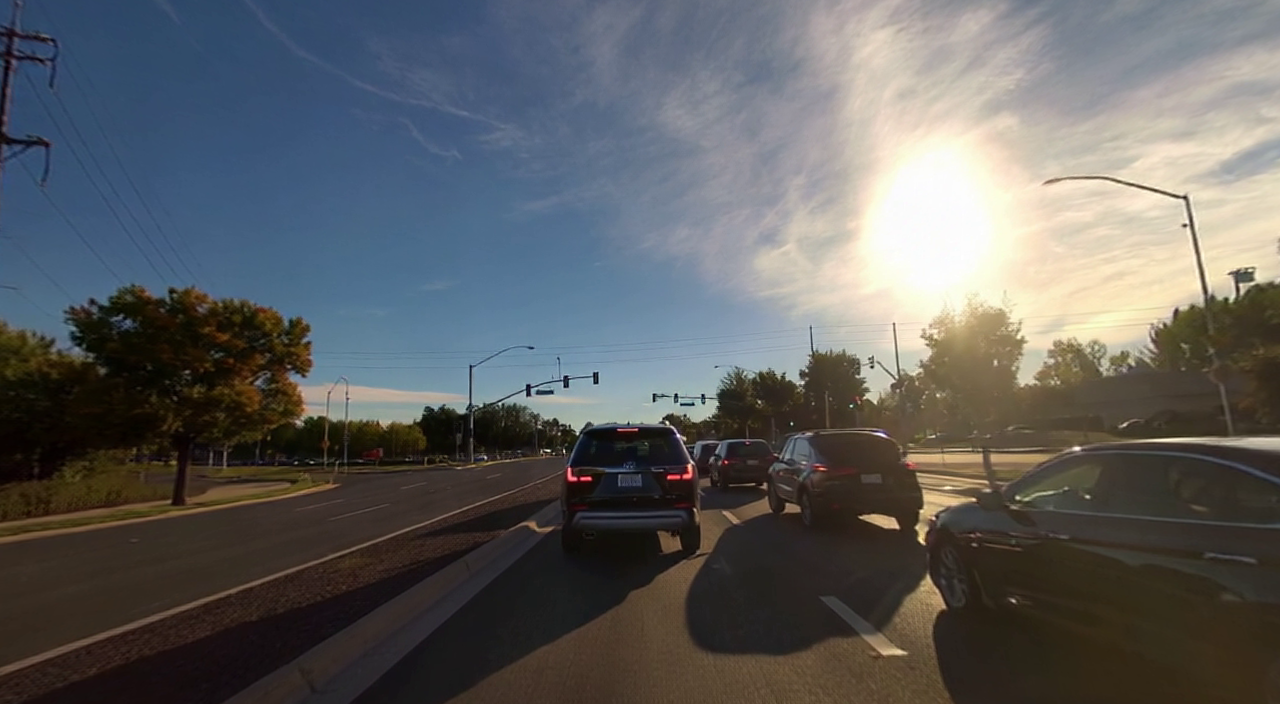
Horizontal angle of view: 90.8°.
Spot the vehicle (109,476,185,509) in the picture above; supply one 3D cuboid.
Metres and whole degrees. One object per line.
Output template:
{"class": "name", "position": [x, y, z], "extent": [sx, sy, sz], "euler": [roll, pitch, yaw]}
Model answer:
{"class": "vehicle", "position": [-26.230, 7.424, 33.560], "extent": [3.826, 1.522, 1.741], "euler": [-6, -10, 29]}

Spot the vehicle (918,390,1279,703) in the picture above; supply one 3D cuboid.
{"class": "vehicle", "position": [3.289, 0.958, 2.836], "extent": [1.984, 1.462, 4.513], "euler": [0, -9, 0]}

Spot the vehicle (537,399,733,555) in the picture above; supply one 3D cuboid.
{"class": "vehicle", "position": [-0.121, 1.788, 9.651], "extent": [2.300, 1.821, 4.254], "euler": [0, -9, -2]}

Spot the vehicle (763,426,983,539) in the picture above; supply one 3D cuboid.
{"class": "vehicle", "position": [3.525, 2.065, 10.625], "extent": [1.952, 1.477, 4.417], "euler": [0, -9, -1]}
